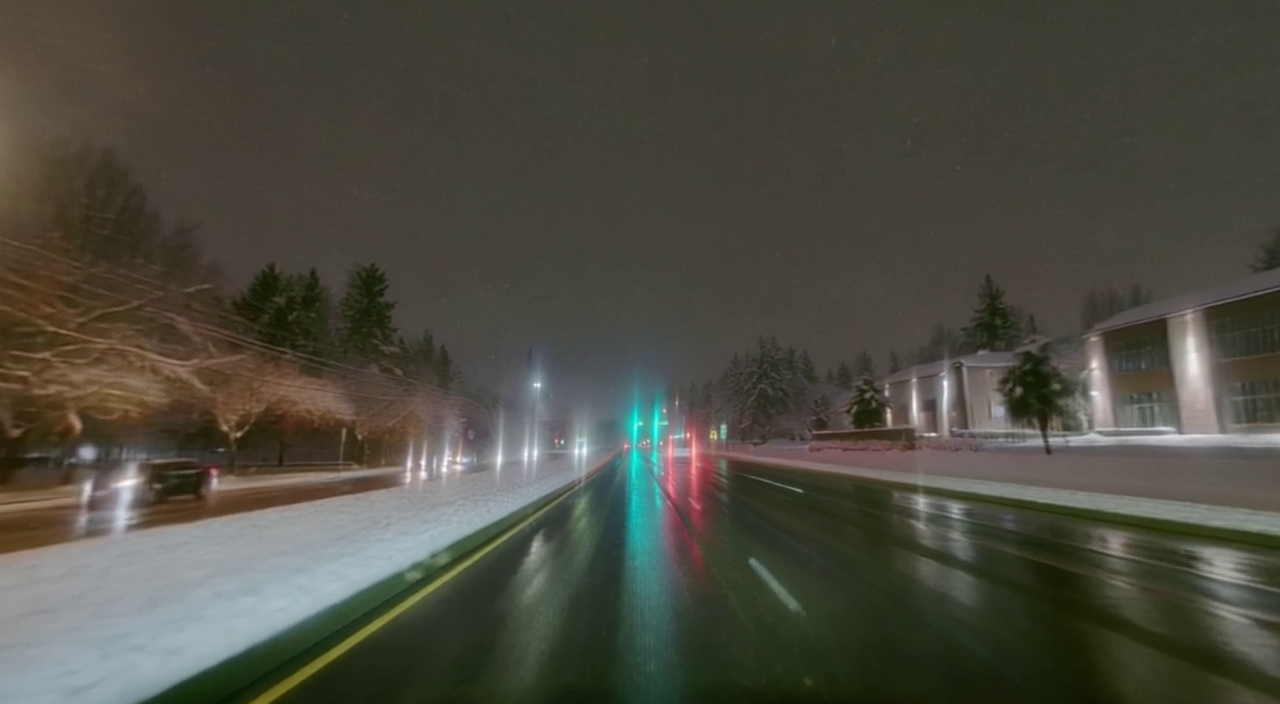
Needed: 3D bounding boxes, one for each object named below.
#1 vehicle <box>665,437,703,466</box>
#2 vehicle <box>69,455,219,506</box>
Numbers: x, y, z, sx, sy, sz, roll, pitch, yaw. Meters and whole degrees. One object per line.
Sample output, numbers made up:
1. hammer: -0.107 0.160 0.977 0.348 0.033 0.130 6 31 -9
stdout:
1. vehicle: 2.867 6.698 42.773 2.085 1.828 5.383 0 -8 -1
2. vehicle: -16.774 4.331 21.667 1.857 1.519 3.969 0 -8 1
